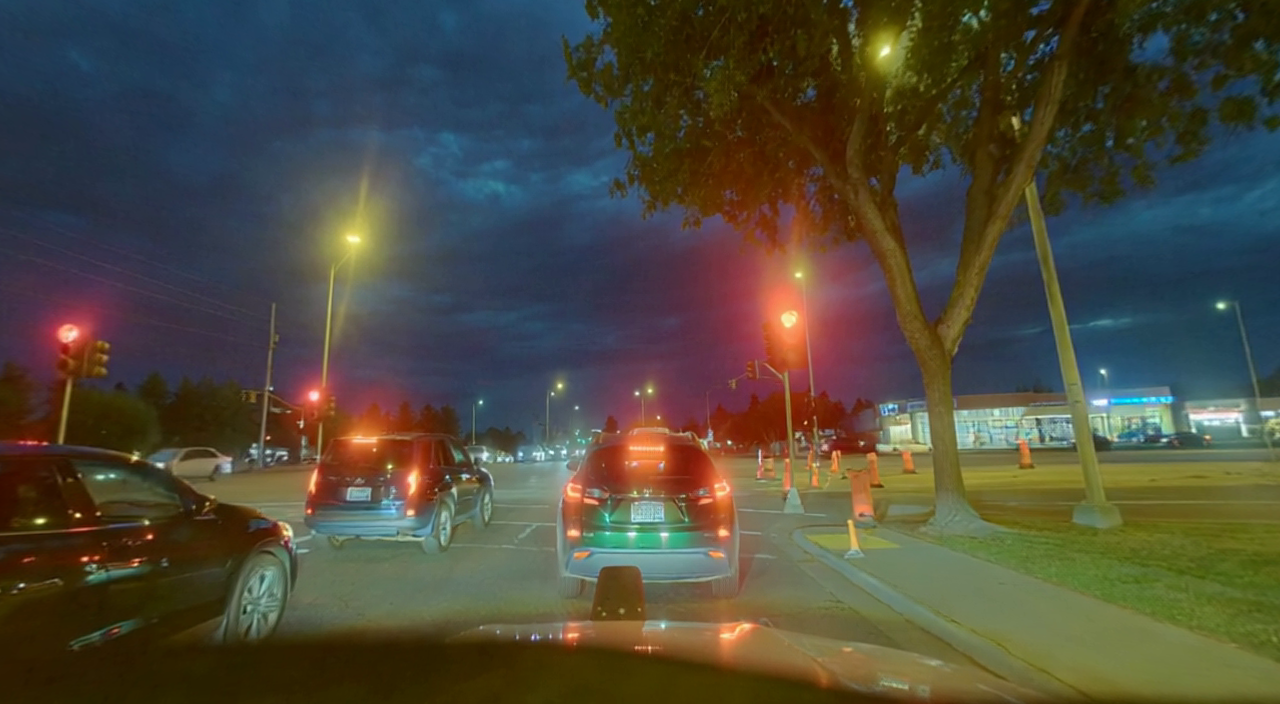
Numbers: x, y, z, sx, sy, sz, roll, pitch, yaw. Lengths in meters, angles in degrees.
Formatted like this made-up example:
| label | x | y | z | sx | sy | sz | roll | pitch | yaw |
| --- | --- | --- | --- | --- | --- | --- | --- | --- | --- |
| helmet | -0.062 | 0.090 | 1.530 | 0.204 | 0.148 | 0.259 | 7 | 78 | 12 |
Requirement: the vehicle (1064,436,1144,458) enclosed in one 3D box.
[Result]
| label | x | y | z | sx | sy | sz | roll | pitch | yaw |
| --- | --- | --- | --- | --- | --- | --- | --- | --- | --- |
| vehicle | 36.750 | 7.547 | 49.982 | 4.791 | 1.635 | 1.857 | 0 | -9 | 1 |

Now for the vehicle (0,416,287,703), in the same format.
| label | x | y | z | sx | sy | sz | roll | pitch | yaw |
| --- | --- | --- | --- | --- | --- | --- | --- | --- | --- |
| vehicle | -3.598 | 0.946 | 2.146 | 1.964 | 1.497 | 4.722 | 0 | -9 | 1 |

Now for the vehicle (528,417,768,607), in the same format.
| label | x | y | z | sx | sy | sz | roll | pitch | yaw |
| --- | --- | --- | --- | --- | --- | --- | --- | --- | --- |
| vehicle | 0.110 | 1.627 | 7.216 | 2.021 | 1.560 | 3.676 | 0 | -9 | 1 |

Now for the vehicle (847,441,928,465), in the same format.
| label | x | y | z | sx | sy | sz | roll | pitch | yaw |
| --- | --- | --- | --- | --- | --- | --- | --- | --- | --- |
| vehicle | 16.200 | 6.629 | 41.370 | 4.579 | 1.480 | 1.819 | -1 | -9 | 7 |

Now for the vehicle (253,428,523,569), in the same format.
| label | x | y | z | sx | sy | sz | roll | pitch | yaw |
| --- | --- | --- | --- | --- | --- | --- | --- | --- | --- |
| vehicle | -3.275 | 2.001 | 9.450 | 1.989 | 1.541 | 4.626 | 0 | -9 | 2 |
